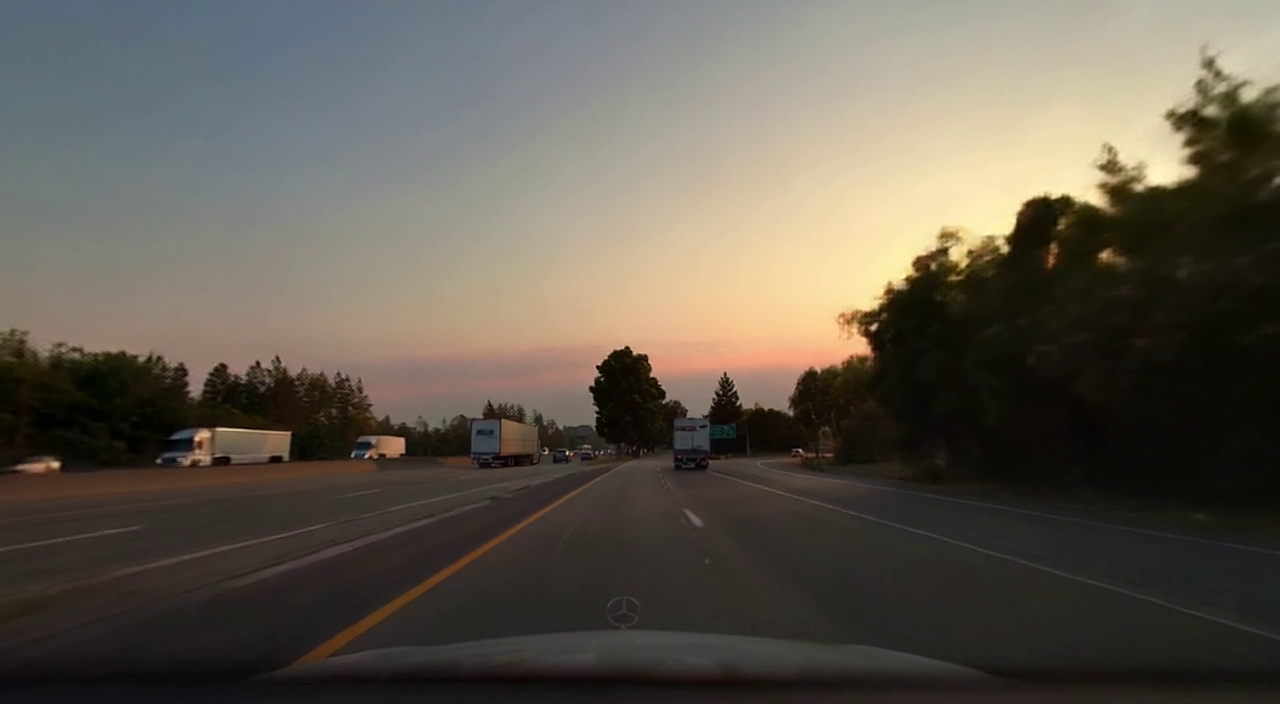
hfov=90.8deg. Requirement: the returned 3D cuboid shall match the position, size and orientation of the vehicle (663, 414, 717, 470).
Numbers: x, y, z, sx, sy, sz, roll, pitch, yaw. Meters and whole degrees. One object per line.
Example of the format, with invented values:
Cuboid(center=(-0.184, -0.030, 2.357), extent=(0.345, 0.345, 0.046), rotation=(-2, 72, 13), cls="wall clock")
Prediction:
Cuboid(center=(3.476, 6.895, 47.692), extent=(2.928, 3.595, 13.975), rotation=(0, -9, 0), cls="vehicle")
